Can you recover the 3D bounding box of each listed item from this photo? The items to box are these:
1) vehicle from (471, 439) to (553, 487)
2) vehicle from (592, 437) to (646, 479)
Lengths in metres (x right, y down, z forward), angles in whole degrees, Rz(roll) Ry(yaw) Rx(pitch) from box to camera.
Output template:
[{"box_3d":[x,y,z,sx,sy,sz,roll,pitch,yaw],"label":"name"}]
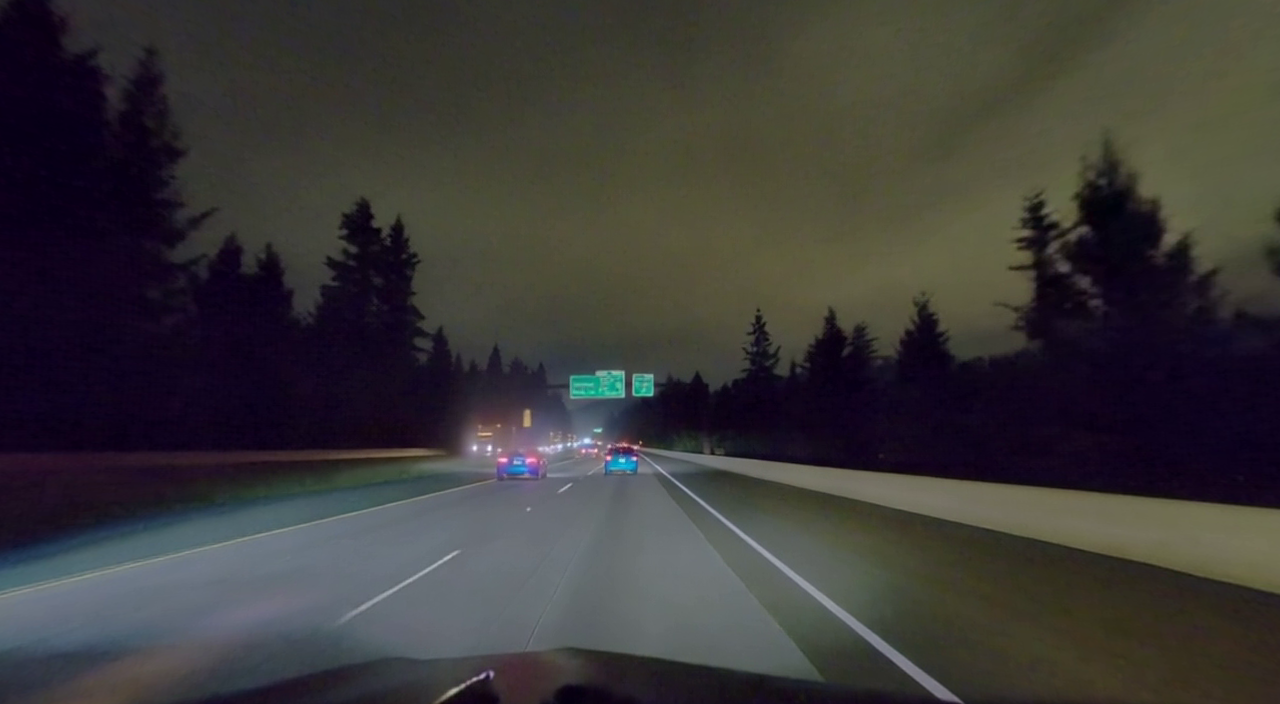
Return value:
[{"box_3d":[-4.722,4.174,23.841,2.103,1.588,4.709,-1,-9,0],"label":"vehicle"},{"box_3d":[-0.902,4.670,27.789,2.220,1.711,4.056,0,-9,-1],"label":"vehicle"}]
